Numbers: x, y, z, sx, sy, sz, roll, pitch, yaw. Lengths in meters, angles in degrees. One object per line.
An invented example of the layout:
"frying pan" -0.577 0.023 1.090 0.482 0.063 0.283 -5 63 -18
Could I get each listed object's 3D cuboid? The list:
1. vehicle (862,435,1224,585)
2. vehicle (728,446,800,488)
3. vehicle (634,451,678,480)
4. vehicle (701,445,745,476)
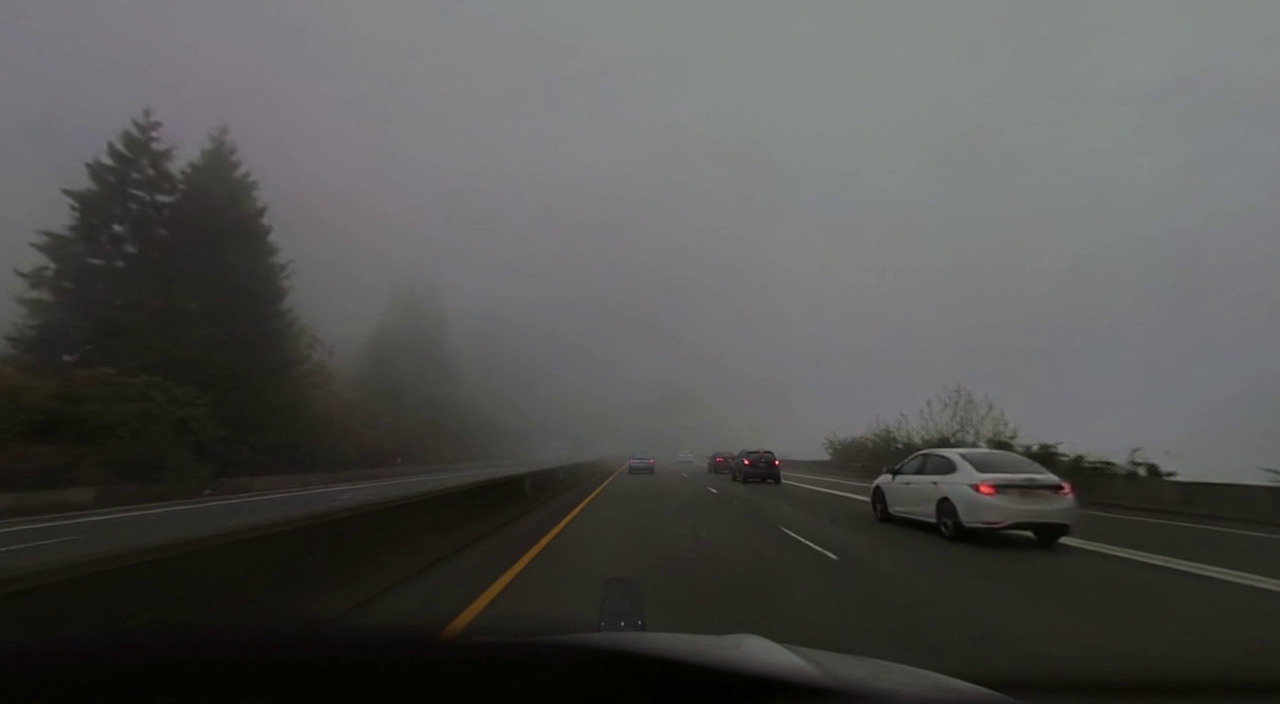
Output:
"vehicle" 4.836 1.935 8.647 1.827 1.462 4.697 0 -9 0
"vehicle" 4.743 4.447 24.580 1.952 1.495 3.740 0 -9 -1
"vehicle" 0.726 5.549 30.961 2.012 1.320 3.777 0 -9 0
"vehicle" 4.786 6.341 37.026 1.969 1.639 4.472 0 -9 0
